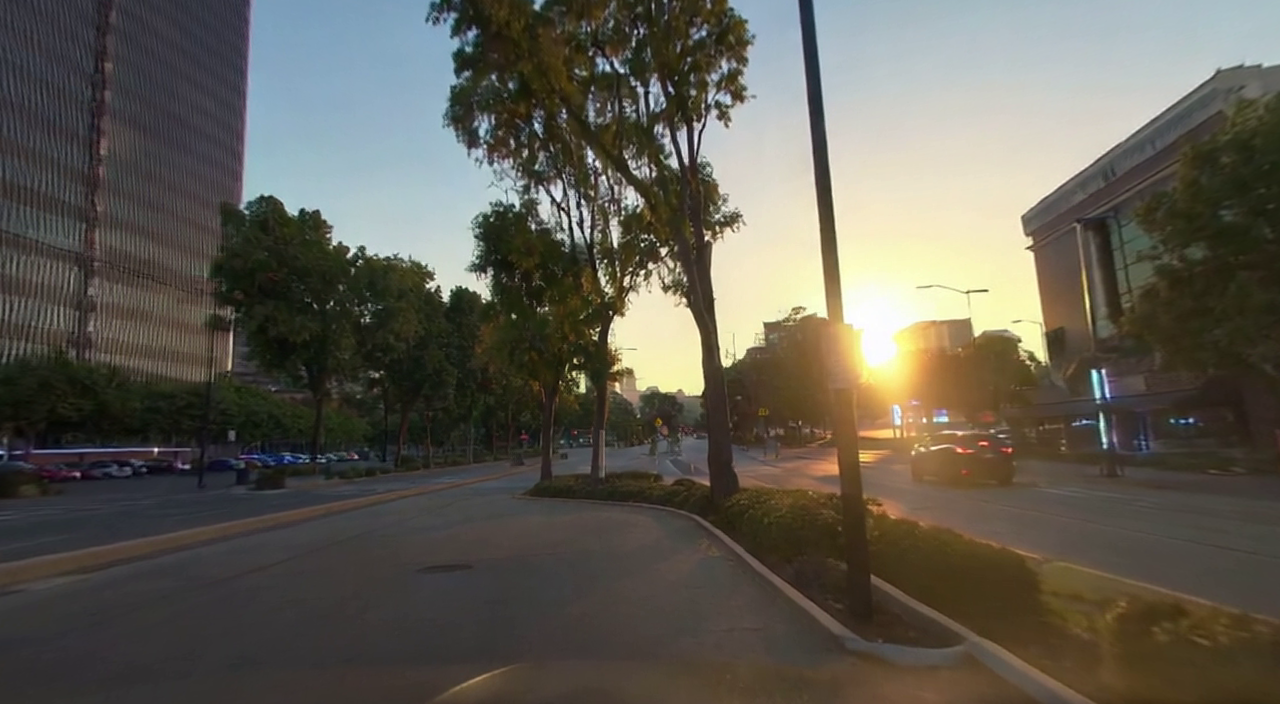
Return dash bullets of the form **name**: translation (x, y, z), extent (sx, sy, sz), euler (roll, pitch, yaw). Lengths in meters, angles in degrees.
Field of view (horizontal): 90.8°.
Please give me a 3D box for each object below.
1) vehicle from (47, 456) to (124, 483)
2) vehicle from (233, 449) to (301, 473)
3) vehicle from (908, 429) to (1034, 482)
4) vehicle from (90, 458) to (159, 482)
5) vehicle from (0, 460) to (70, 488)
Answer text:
- **vehicle**: translation (-34.503, 7.260, 39.251), extent (5.124, 1.541, 2.121), euler (-6, -10, 32)
- **vehicle**: translation (-28.906, 8.403, 48.883), extent (5.483, 1.719, 2.112), euler (-5, -10, 31)
- **vehicle**: translation (11.503, 3.639, 22.381), extent (2.100, 1.638, 4.545), euler (-1, -9, 2)
- **vehicle**: translation (-35.155, 8.002, 43.060), extent (4.416, 1.541, 2.102), euler (-5, -10, 30)
- **vehicle**: translation (-35.597, 7.120, 37.076), extent (4.157, 1.458, 2.130), euler (-6, -10, 34)
